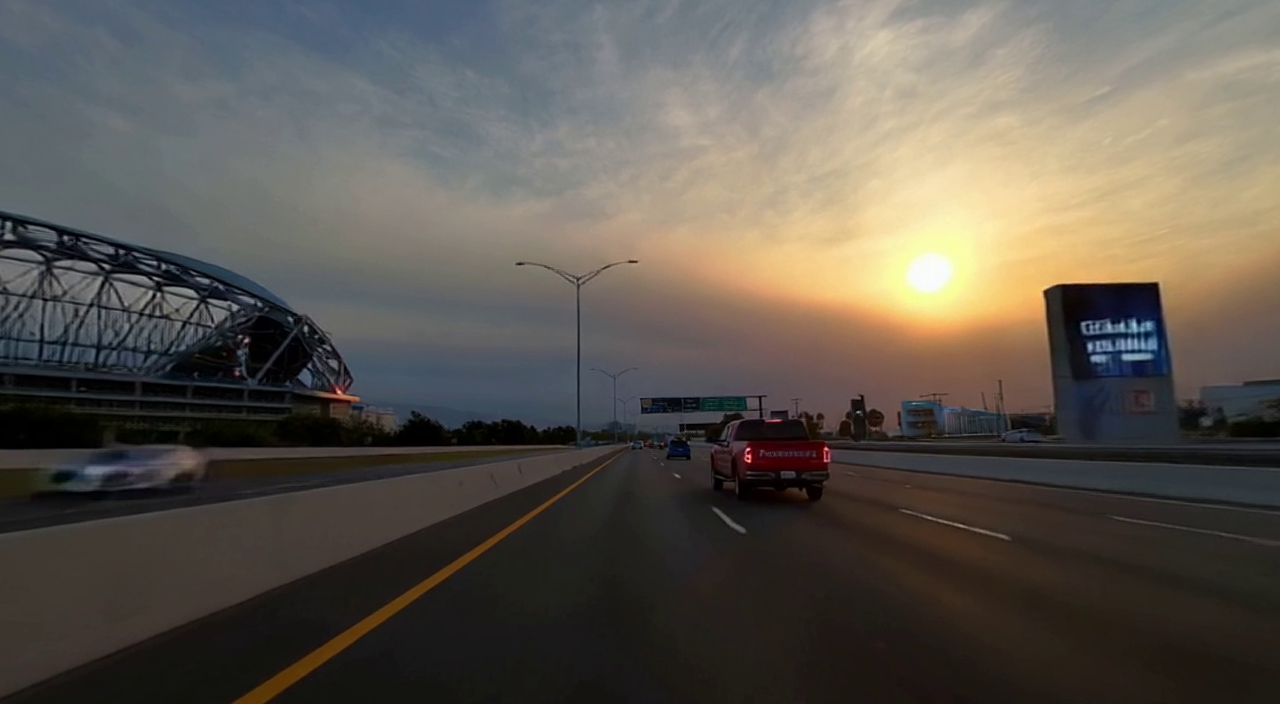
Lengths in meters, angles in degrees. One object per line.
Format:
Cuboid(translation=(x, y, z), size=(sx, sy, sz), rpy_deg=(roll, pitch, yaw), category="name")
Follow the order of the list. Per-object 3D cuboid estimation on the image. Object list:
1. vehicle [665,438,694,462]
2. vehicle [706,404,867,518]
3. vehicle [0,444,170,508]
Cuboid(translation=(2.993, 7.580, 49.145), size=(1.973, 1.774, 4.092), rpy_deg=(0, -8, 0), category="vehicle")
Cuboid(translation=(2.859, 2.294, 13.745), size=(2.199, 2.002, 4.970), rpy_deg=(0, -8, -1), category="vehicle")
Cuboid(translation=(-18.149, 3.903, 20.488), size=(2.021, 1.773, 4.909), rpy_deg=(0, -8, 0), category="vehicle")
